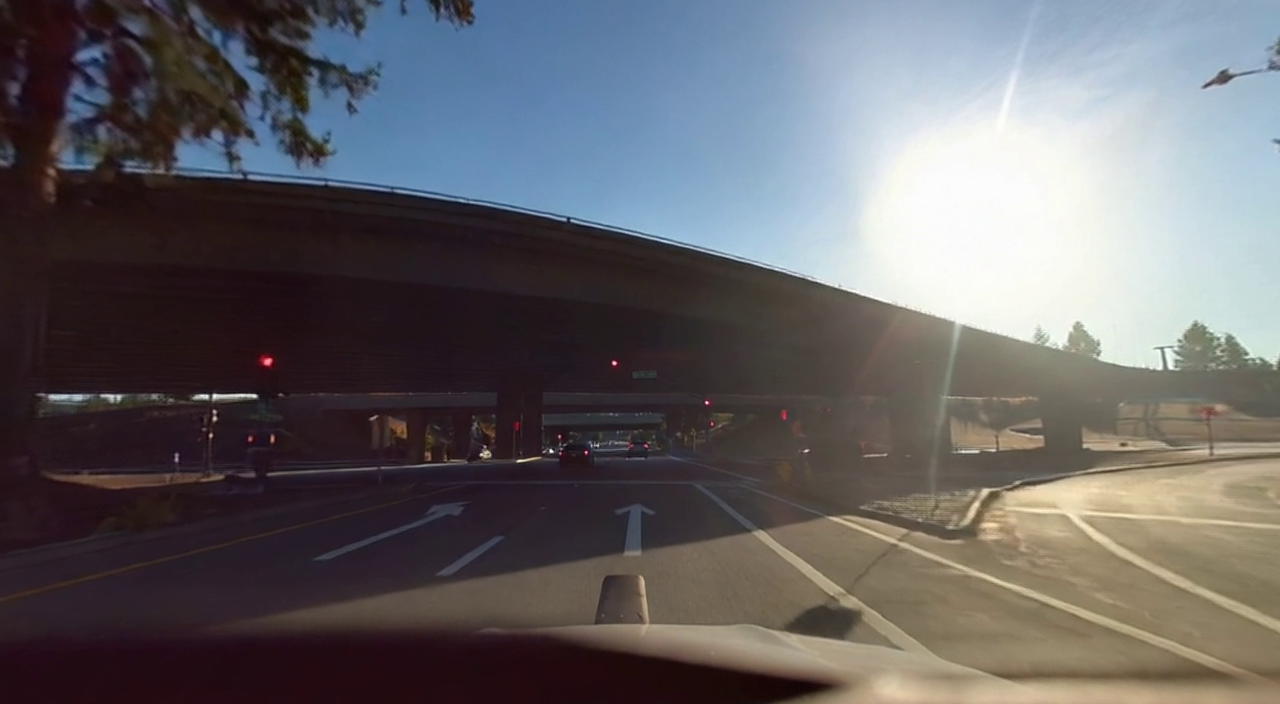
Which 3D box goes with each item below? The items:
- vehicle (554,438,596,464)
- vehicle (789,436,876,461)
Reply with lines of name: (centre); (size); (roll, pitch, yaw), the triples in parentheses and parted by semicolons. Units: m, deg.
vehicle: (-3.869, 6.051, 38.485); (2.082, 1.472, 4.310); (0, -9, 0)
vehicle: (11.690, 5.887, 38.602); (4.691, 1.466, 1.800); (1, -9, -6)
